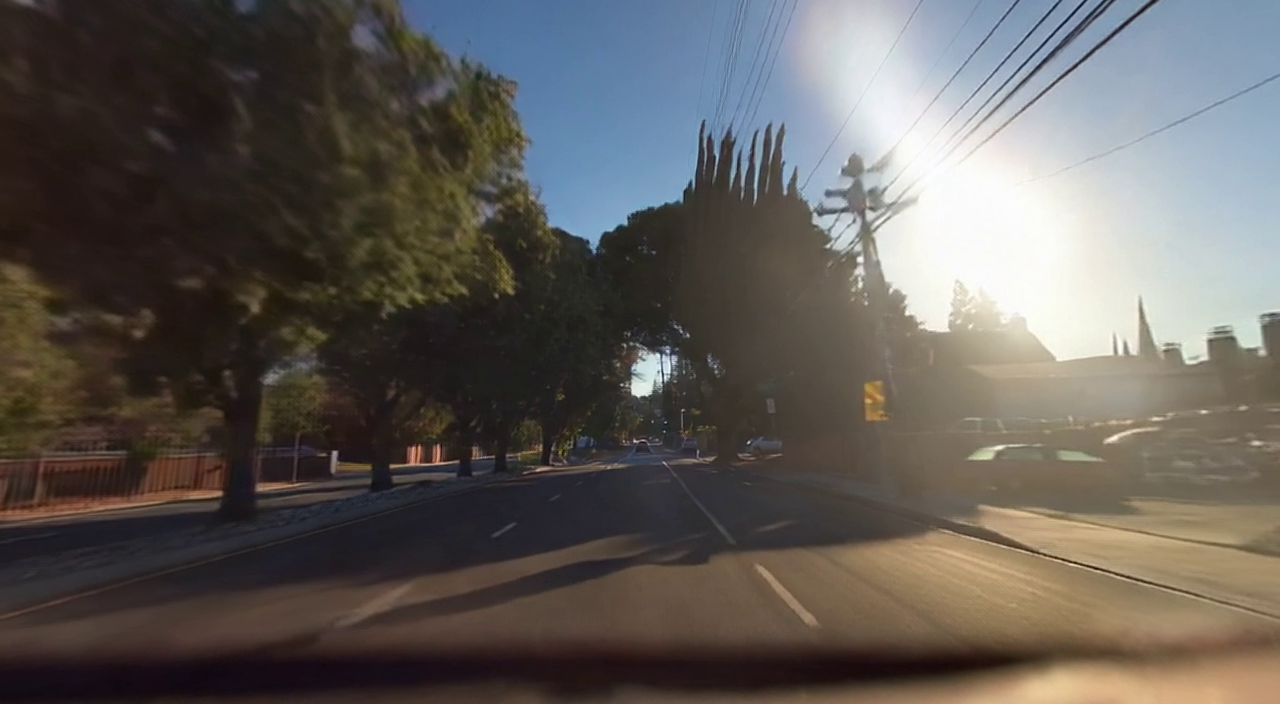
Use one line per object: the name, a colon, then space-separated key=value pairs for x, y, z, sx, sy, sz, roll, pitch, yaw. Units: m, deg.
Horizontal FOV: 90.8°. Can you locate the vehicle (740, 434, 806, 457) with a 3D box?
vehicle: x=9.871 y=6.992 z=47.189 sx=4.387 sy=1.680 sz=1.958 roll=1 pitch=-8 yaw=-3

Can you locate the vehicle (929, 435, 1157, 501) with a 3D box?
vehicle: x=9.291 y=2.678 z=14.797 sx=4.159 sy=1.408 sz=1.822 roll=1 pitch=-8 yaw=-5
